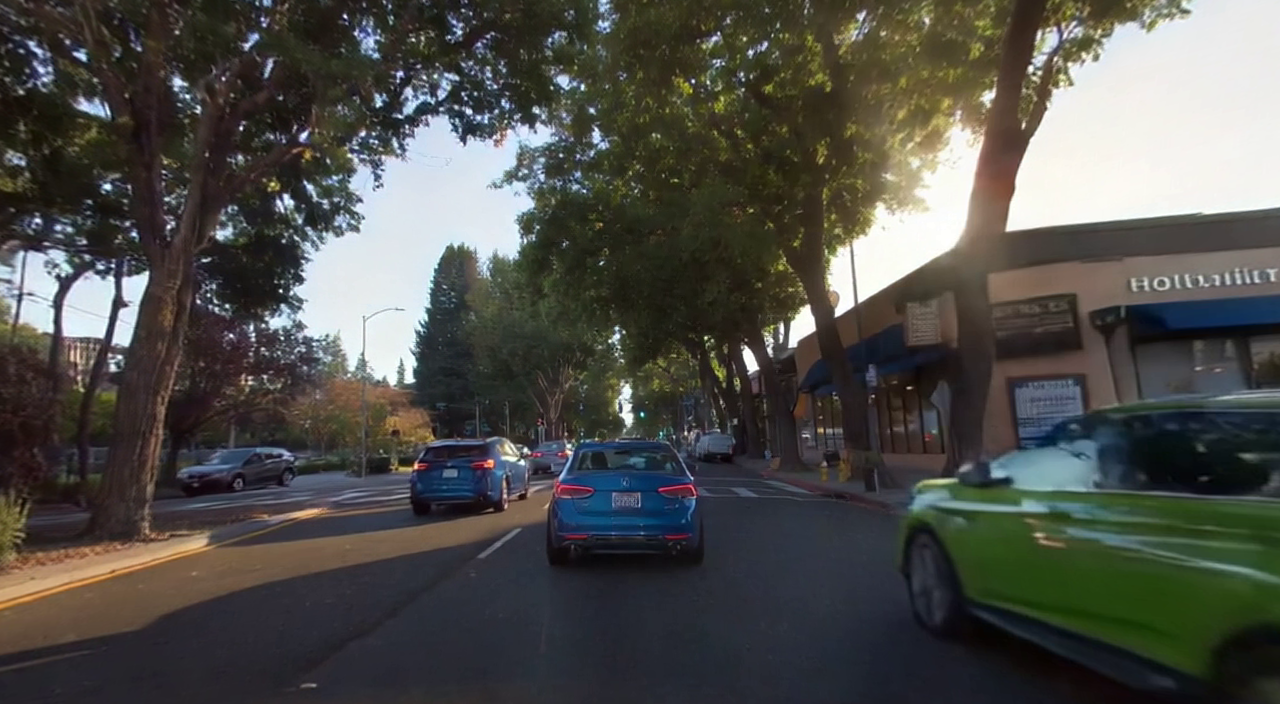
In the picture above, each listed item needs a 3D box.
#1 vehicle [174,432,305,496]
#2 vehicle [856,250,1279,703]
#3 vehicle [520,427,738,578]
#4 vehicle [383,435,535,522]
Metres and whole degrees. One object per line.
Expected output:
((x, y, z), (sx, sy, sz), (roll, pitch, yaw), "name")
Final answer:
((-19.166, 5.357, 30.671), (2.286, 2.777, 5.926), (0, -9, 2), "vehicle")
((3.267, 0.898, 3.877), (2.152, 1.987, 4.527), (0, -9, -1), "vehicle")
((-0.114, 1.801, 8.336), (2.160, 1.482, 4.037), (0, -9, 0), "vehicle")
((-3.454, 2.492, 12.914), (1.905, 1.473, 4.016), (0, -9, 0), "vehicle")
